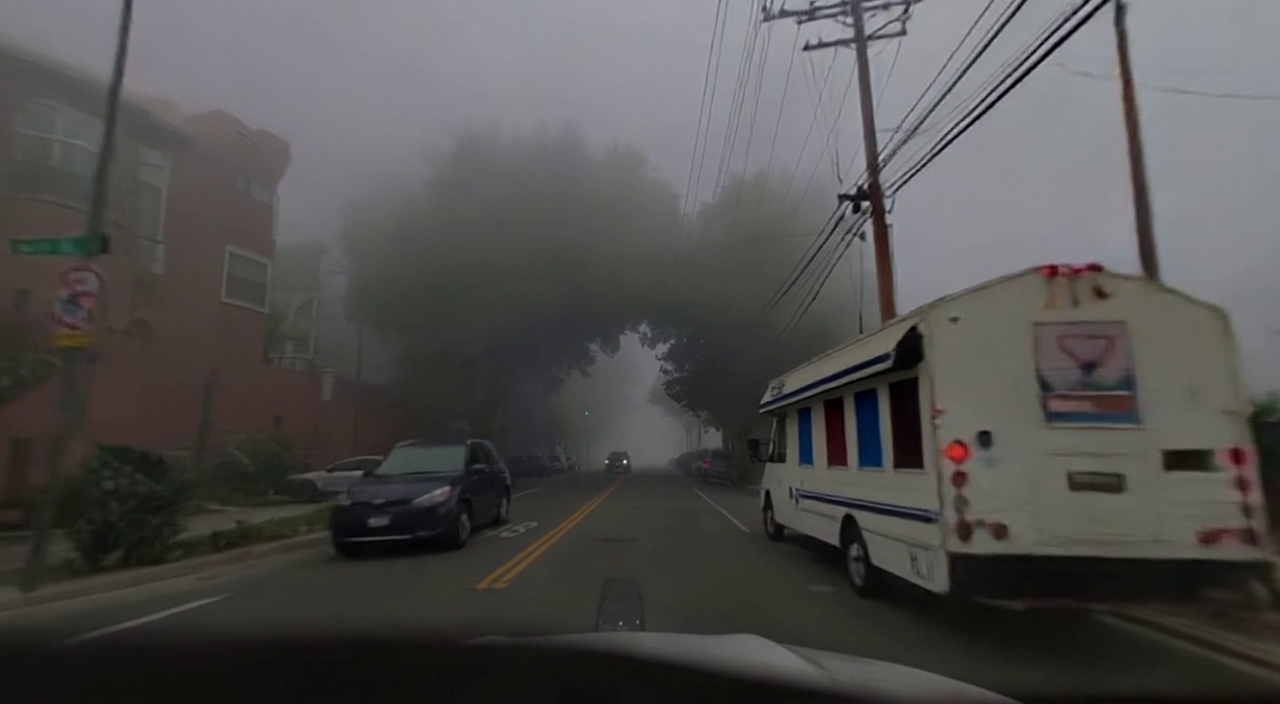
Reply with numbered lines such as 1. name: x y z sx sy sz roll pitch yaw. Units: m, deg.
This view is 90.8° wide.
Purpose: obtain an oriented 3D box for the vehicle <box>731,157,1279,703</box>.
1. vehicle: 3.233 0.936 7.745 2.886 3.321 7.809 0 -8 -1

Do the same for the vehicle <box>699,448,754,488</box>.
1. vehicle: 3.843 5.205 28.781 1.936 1.641 4.434 -1 -8 1

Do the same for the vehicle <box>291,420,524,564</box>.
1. vehicle: -3.188 1.989 9.729 1.952 1.708 4.096 -1 -8 1
